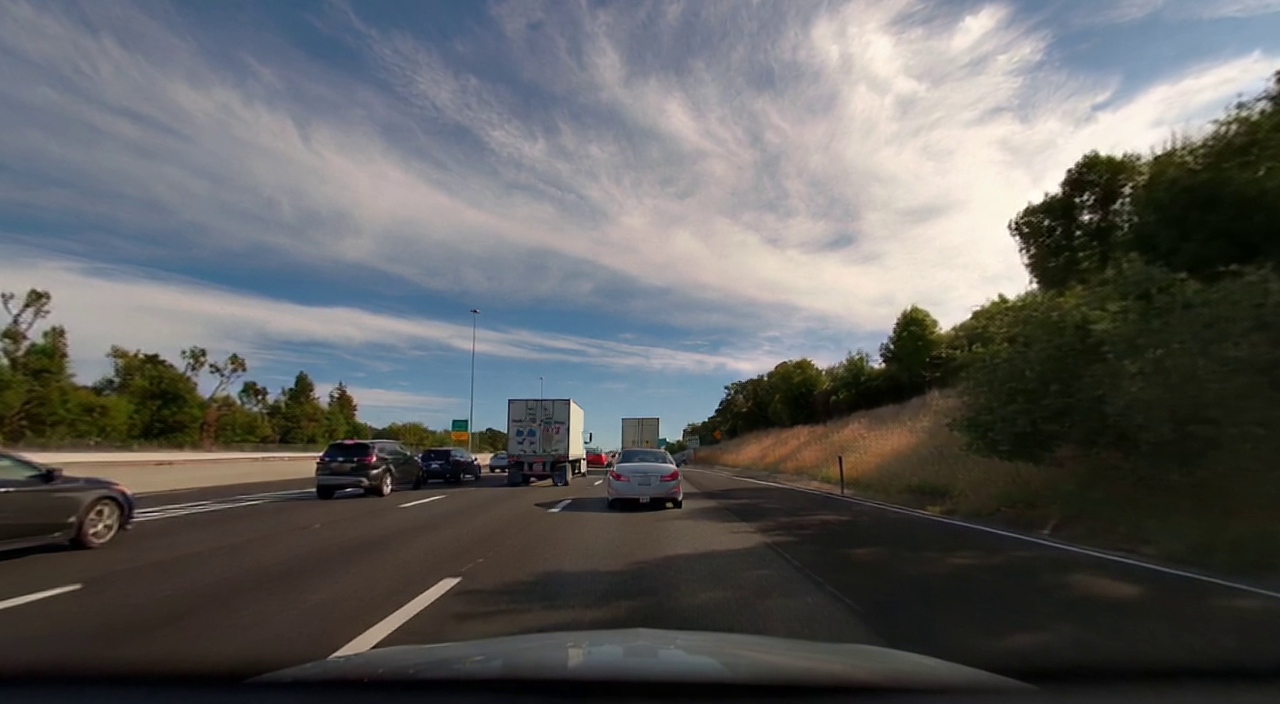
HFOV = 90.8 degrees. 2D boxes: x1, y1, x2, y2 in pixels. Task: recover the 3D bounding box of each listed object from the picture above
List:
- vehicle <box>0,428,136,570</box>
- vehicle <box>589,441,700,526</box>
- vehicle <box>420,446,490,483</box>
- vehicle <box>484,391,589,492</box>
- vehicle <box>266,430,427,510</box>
[{"bbox_3d":[-7.869,1.508,6.252,1.879,1.521,4.623,-1,-9,1],"label":"vehicle"},{"bbox_3d":[0.062,2.628,13.073,1.995,1.495,3.380,0,-9,0],"label":"vehicle"},{"bbox_3d":[-8.031,4.897,27.733,1.880,1.512,3.758,-1,-9,1],"label":"vehicle"},{"bbox_3d":[-3.747,3.533,24.769,2.812,3.342,7.248,0,-9,1],"label":"vehicle"},{"bbox_3d":[-7.273,2.968,16.241,1.952,1.746,4.332,-1,-9,1],"label":"vehicle"}]
